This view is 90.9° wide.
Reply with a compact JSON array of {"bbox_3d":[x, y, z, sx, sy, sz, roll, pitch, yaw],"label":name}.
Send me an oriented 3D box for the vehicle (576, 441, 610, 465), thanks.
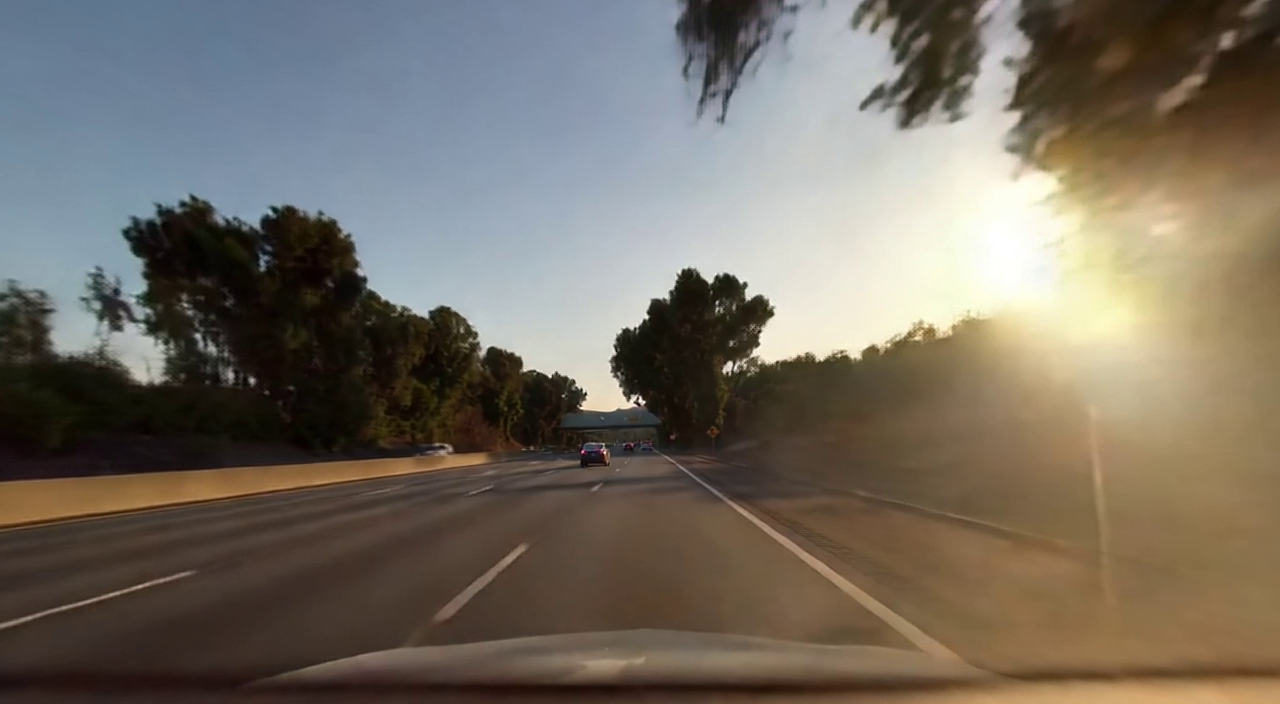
[{"bbox_3d":[-3.239,7.023,44.087,1.993,1.589,3.898,0,-8,1],"label":"vehicle"}]
